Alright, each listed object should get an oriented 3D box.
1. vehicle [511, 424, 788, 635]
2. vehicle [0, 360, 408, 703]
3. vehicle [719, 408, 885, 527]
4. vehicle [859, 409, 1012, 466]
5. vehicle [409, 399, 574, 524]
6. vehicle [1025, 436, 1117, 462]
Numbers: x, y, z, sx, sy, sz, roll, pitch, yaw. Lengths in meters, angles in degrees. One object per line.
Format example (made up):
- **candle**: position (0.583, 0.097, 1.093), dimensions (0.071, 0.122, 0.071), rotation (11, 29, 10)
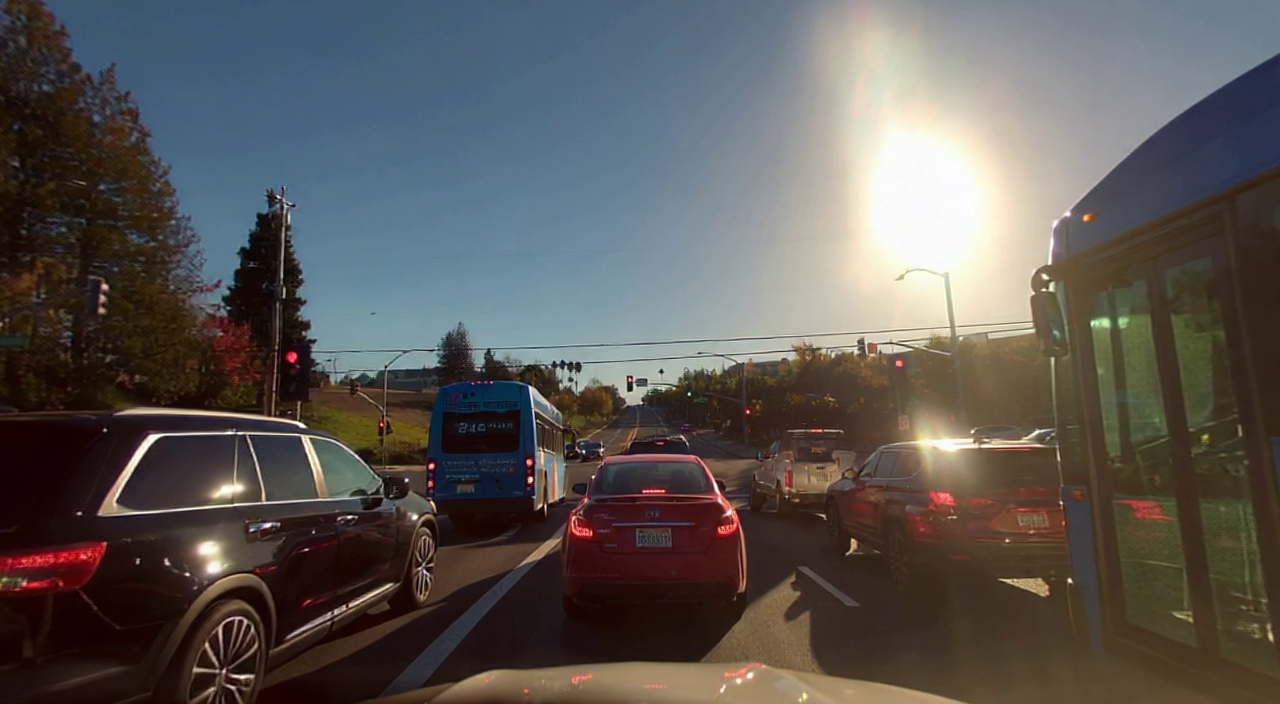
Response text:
- **vehicle**: position (0.061, 1.548, 6.417), dimensions (1.976, 1.485, 3.624), rotation (0, -8, 0)
- **vehicle**: position (-3.411, 1.173, 4.633), dimensions (1.921, 1.701, 3.989), rotation (0, -8, -1)
- **vehicle**: position (3.146, 2.399, 13.669), dimensions (2.143, 2.036, 5.367), rotation (0, -8, 0)
- **vehicle**: position (17.593, 5.129, 37.928), dimensions (7.839, 3.213, 2.628), rotation (0, -8, -3)
- **vehicle**: position (-2.931, 2.352, 13.984), dimensions (2.335, 2.221, 5.165), rotation (0, -8, 1)
- **vehicle**: position (25.878, 5.826, 37.992), dimensions (4.229, 1.489, 1.794), rotation (0, -8, -2)
